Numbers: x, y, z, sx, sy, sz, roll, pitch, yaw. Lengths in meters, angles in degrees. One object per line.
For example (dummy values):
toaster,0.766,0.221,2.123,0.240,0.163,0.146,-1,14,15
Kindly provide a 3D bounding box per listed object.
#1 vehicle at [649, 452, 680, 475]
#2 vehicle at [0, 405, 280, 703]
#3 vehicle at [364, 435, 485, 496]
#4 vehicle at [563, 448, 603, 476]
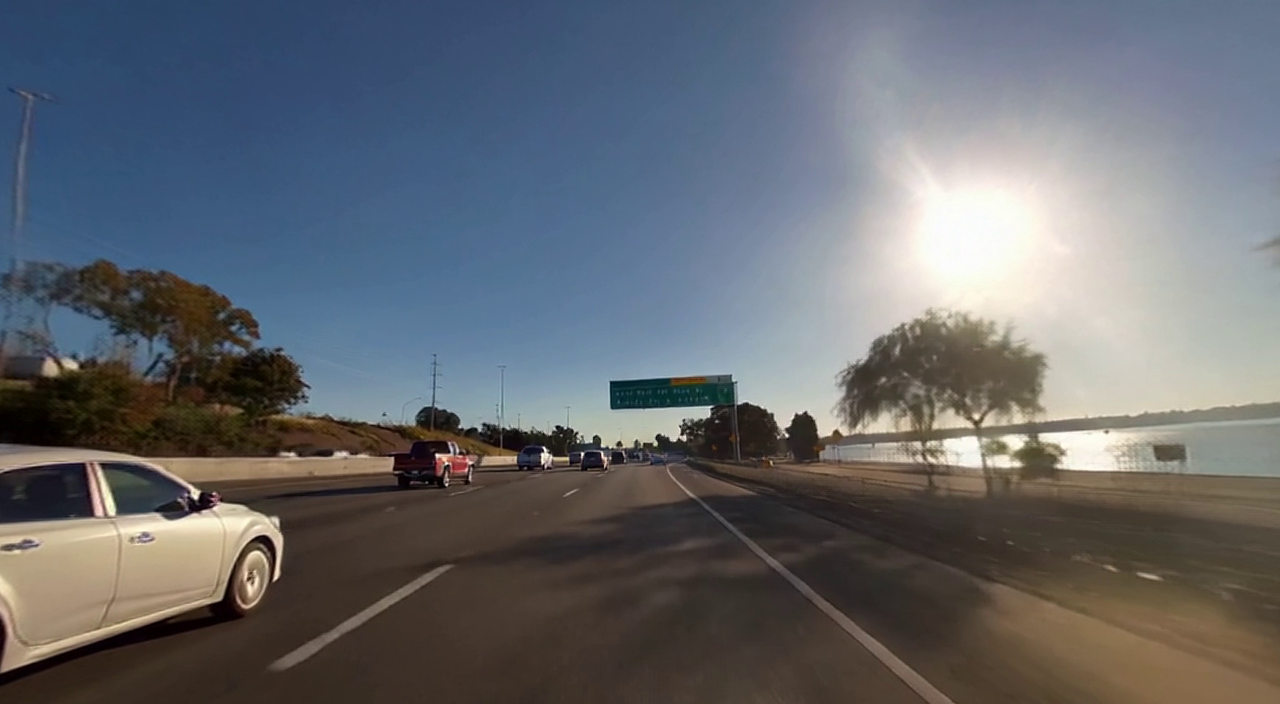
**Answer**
vehicle,1.832,8.194,46.438,2.153,1.510,4.646,0,-9,2
vehicle,-4.167,1.039,3.112,2.027,1.547,4.511,0,-9,1
vehicle,-7.502,4.009,22.742,2.250,1.870,5.647,0,-9,1
vehicle,-3.729,7.307,42.118,2.132,1.708,4.571,0,-9,2
